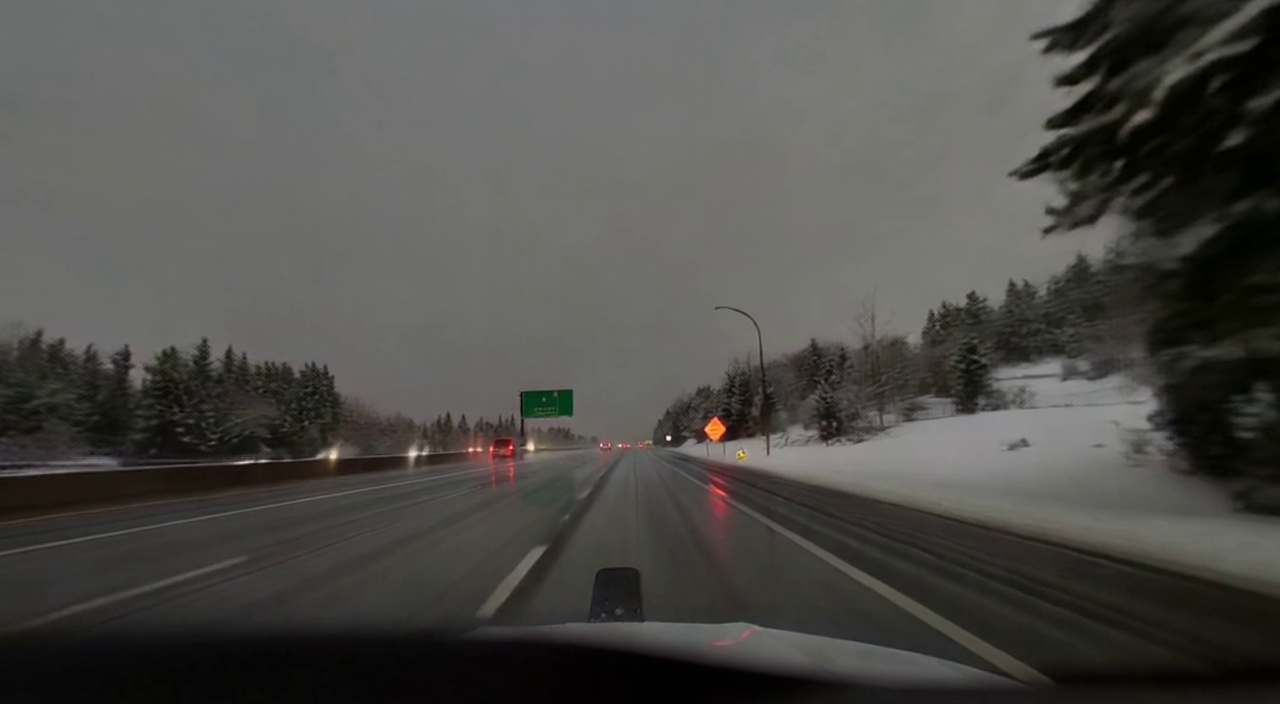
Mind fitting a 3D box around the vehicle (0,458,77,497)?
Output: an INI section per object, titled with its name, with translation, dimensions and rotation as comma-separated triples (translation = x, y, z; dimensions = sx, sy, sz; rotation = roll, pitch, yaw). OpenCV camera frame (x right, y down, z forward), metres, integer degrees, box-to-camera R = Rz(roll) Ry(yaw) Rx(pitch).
[vehicle]
translation = -25.098, 4.963, 25.127
dimensions = 1.831, 1.410, 3.862
rotation = 0, -9, -1
